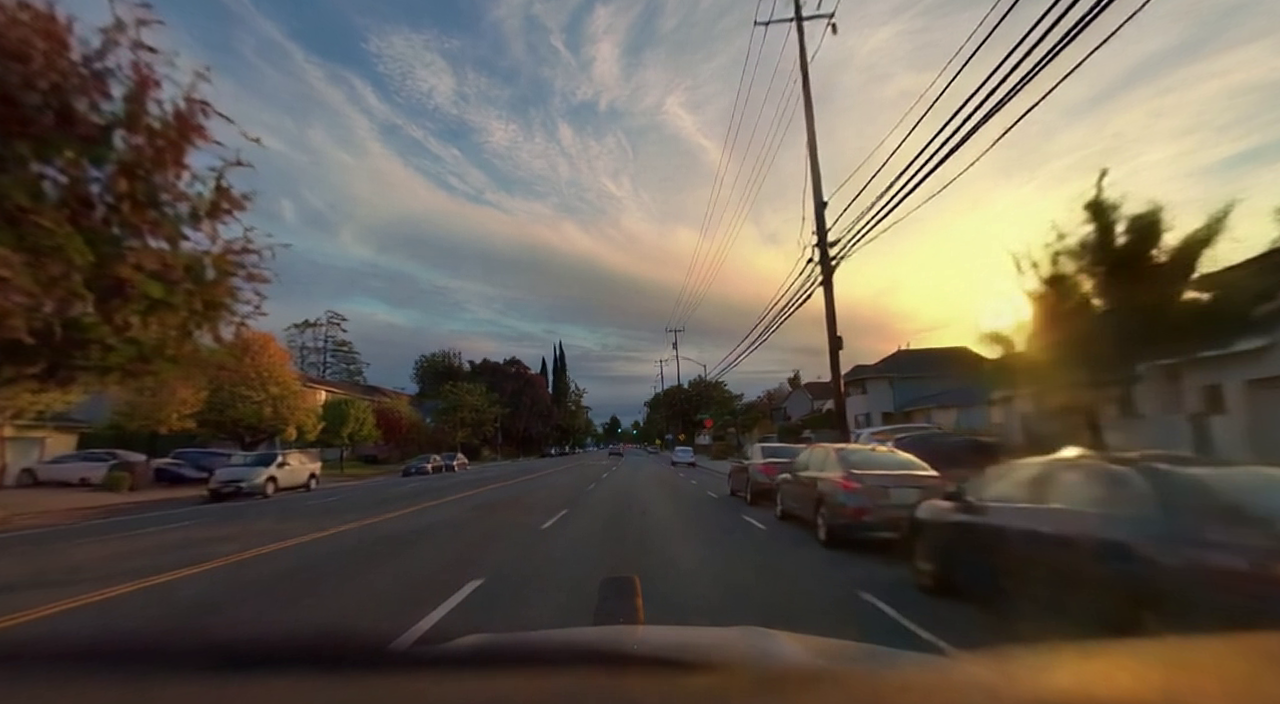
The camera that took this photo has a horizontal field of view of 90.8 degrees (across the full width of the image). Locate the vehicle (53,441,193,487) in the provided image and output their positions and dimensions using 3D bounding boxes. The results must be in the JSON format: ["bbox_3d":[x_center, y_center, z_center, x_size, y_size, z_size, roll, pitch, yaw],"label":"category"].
[{"bbox_3d":[-22.387,4.857,27.504,4.351,1.739,1.890,-2,-9,-3],"label":"vehicle"}]

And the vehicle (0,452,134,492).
[{"bbox_3d":[-22.155,4.608,24.417,3.692,1.441,1.625,0,-9,-2],"label":"vehicle"}]

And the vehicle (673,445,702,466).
[{"bbox_3d":[3.576,7.829,47.926,1.855,1.518,4.707,0,-9,0],"label":"vehicle"}]

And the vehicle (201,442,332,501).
[{"bbox_3d":[-13.640,4.342,23.491,2.137,1.852,4.541,-2,-8,0],"label":"vehicle"}]

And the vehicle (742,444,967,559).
[{"bbox_3d":[3.072,2.225,10.271,1.866,1.414,4.604,0,-9,-2],"label":"vehicle"}]

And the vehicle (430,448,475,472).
[{"bbox_3d":[-13.844,7.953,46.843,1.916,1.632,4.440,0,-8,1],"label":"vehicle"}]

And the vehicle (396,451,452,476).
[{"bbox_3d":[-14.042,7.278,41.403,2.011,1.480,4.644,0,-8,0],"label":"vehicle"}]

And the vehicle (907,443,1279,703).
[{"bbox_3d":[3.538,1.296,4.040,1.818,1.400,4.640,0,-9,3],"label":"vehicle"}]
